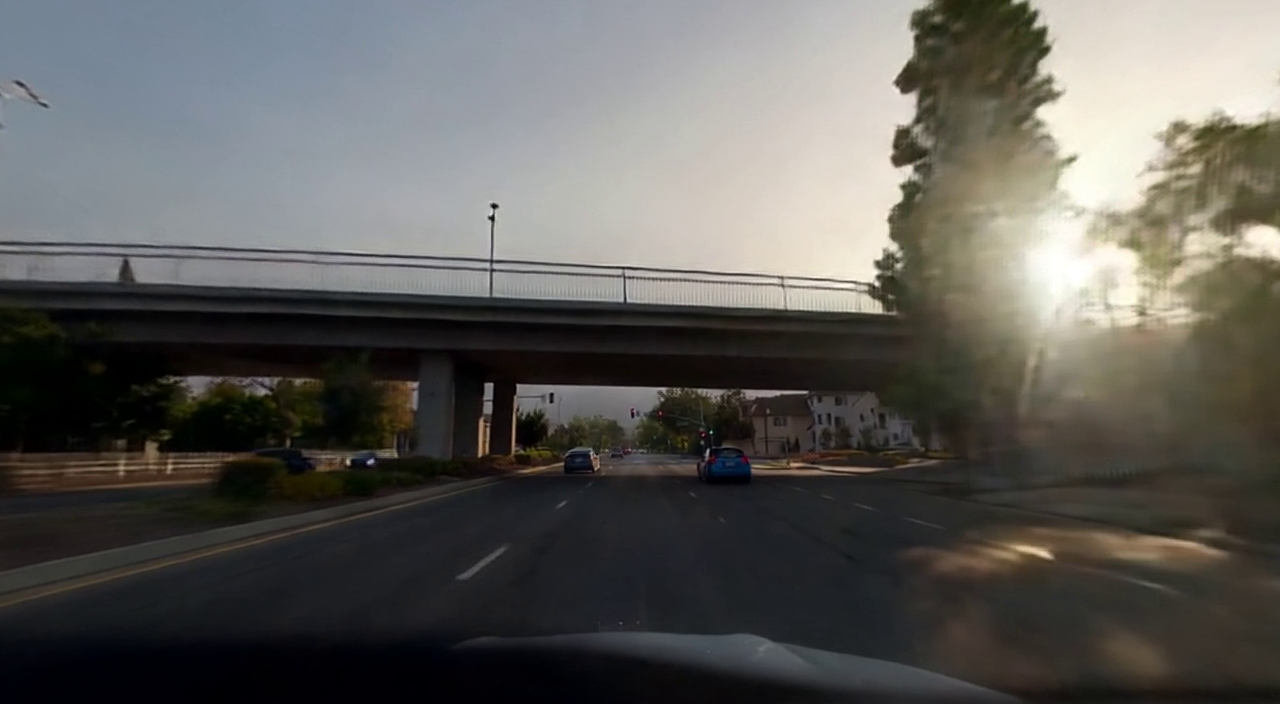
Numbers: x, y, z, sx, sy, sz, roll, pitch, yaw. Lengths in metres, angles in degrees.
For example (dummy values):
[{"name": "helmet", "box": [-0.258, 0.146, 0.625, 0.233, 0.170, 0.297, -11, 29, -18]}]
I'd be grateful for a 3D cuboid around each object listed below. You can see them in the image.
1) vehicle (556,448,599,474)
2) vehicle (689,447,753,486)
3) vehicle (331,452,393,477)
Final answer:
[{"name": "vehicle", "box": [-3.741, 6.612, 38.495, 2.060, 1.484, 4.417, 0, -8, 1]}, {"name": "vehicle", "box": [3.316, 4.777, 26.664, 2.068, 1.497, 4.247, 0, -8, -1]}, {"name": "vehicle", "box": [-18.324, 7.412, 41.908, 2.003, 1.494, 4.580, 0, -8, 1]}]
